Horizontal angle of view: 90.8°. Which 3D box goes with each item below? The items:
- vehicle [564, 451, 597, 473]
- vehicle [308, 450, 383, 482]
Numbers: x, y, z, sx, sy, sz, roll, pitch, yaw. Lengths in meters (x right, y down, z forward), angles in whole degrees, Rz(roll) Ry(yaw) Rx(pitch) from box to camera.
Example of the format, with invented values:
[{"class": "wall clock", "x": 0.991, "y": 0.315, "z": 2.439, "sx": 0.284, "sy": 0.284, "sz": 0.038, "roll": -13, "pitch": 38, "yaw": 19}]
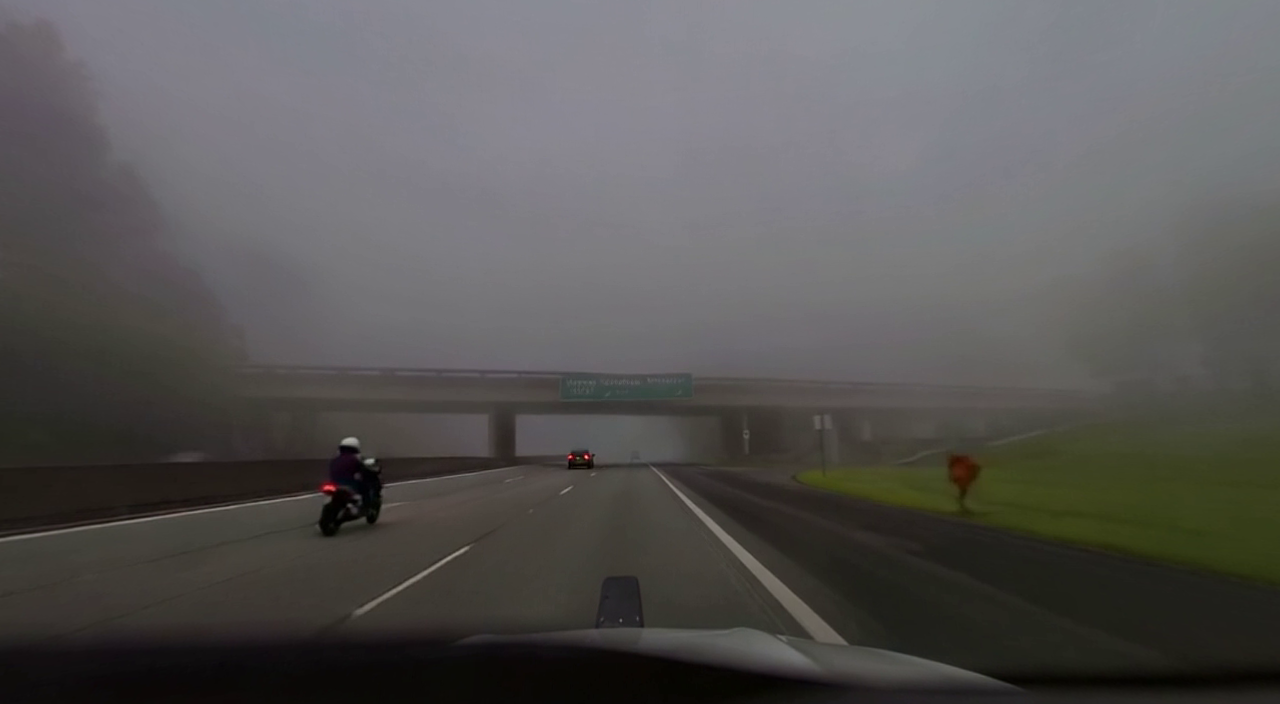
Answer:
[{"class": "vehicle", "x": -4.237, "y": 7.916, "z": 45.745, "sx": 1.992, "sy": 1.504, "sz": 4.117, "roll": 0, "pitch": -9, "yaw": 0}, {"class": "vehicle", "x": -16.376, "y": 6.337, "z": 35.333, "sx": 1.951, "sy": 1.637, "sz": 4.647, "roll": 0, "pitch": -9, "yaw": 0}]
